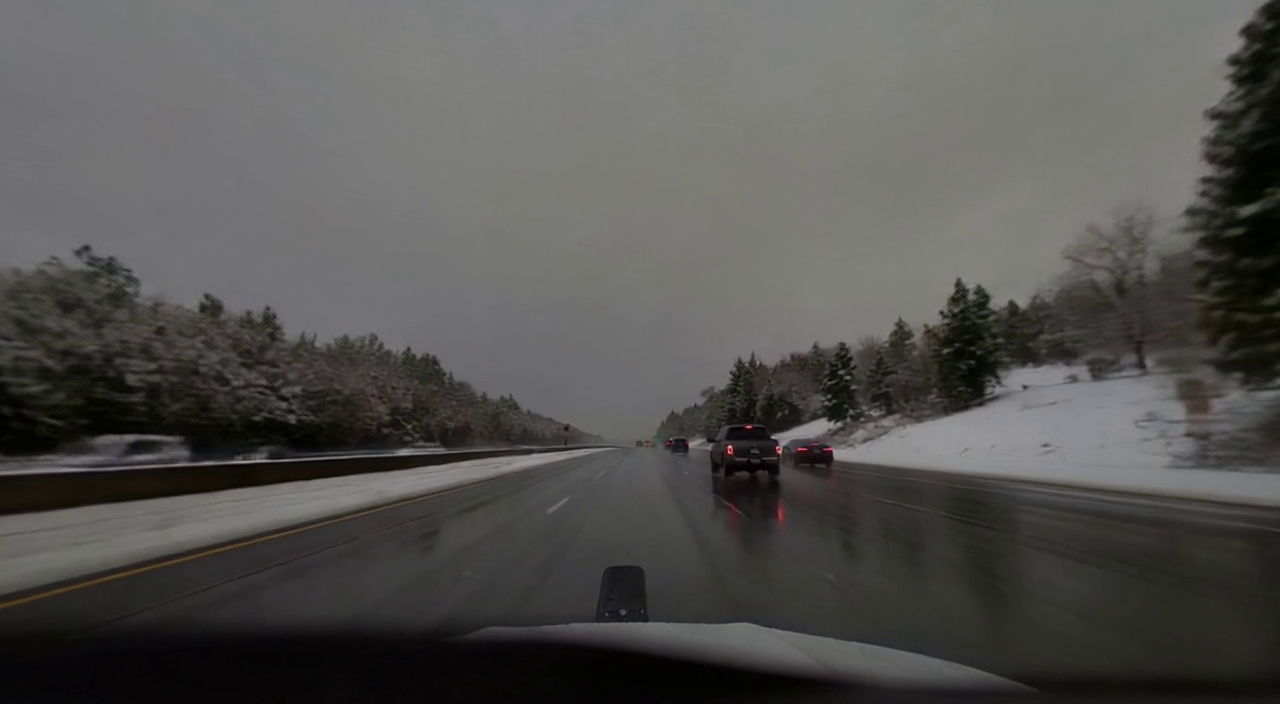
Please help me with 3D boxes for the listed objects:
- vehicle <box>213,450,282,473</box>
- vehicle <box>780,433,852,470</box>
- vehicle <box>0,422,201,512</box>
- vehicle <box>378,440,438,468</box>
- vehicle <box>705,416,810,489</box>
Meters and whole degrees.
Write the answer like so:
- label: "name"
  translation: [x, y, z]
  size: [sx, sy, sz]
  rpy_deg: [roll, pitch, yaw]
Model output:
- label: "vehicle"
  translation: [-28.503, 7.958, 45.996]
  size: [1.902, 1.475, 4.778]
  rpy_deg: [-1, -8, 0]
- label: "vehicle"
  translation: [8.439, 4.797, 30.650]
  size: [2.045, 1.658, 4.598]
  rpy_deg: [0, -8, -2]
- label: "vehicle"
  translation: [-14.160, 2.775, 15.810]
  size: [2.297, 1.834, 5.498]
  rpy_deg: [0, -8, 0]
- label: "vehicle"
  translation: [-14.291, 6.291, 39.114]
  size: [1.978, 1.626, 4.596]
  rpy_deg: [0, -8, 0]
- label: "vehicle"
  translation: [3.471, 3.135, 19.967]
  size: [2.218, 1.964, 5.662]
  rpy_deg: [0, -8, 0]
